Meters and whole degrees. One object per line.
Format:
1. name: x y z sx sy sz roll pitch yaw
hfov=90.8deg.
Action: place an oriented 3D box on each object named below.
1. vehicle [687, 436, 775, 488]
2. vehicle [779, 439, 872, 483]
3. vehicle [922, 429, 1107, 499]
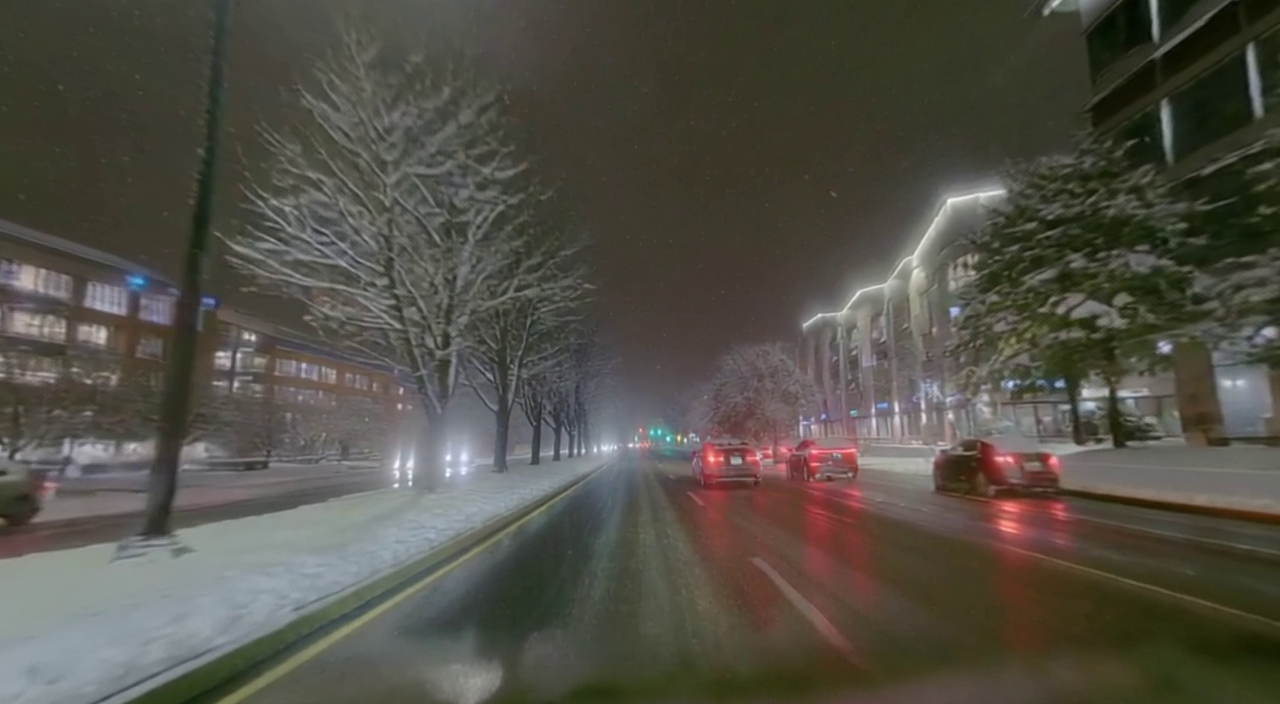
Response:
1. vehicle: 2.872 3.597 21.007 2.131 1.491 4.496 0 -8 -2
2. vehicle: 6.541 3.870 22.794 1.912 1.411 4.380 0 -8 -2
3. vehicle: 9.772 2.966 17.140 1.952 1.574 5.052 0 -8 1
